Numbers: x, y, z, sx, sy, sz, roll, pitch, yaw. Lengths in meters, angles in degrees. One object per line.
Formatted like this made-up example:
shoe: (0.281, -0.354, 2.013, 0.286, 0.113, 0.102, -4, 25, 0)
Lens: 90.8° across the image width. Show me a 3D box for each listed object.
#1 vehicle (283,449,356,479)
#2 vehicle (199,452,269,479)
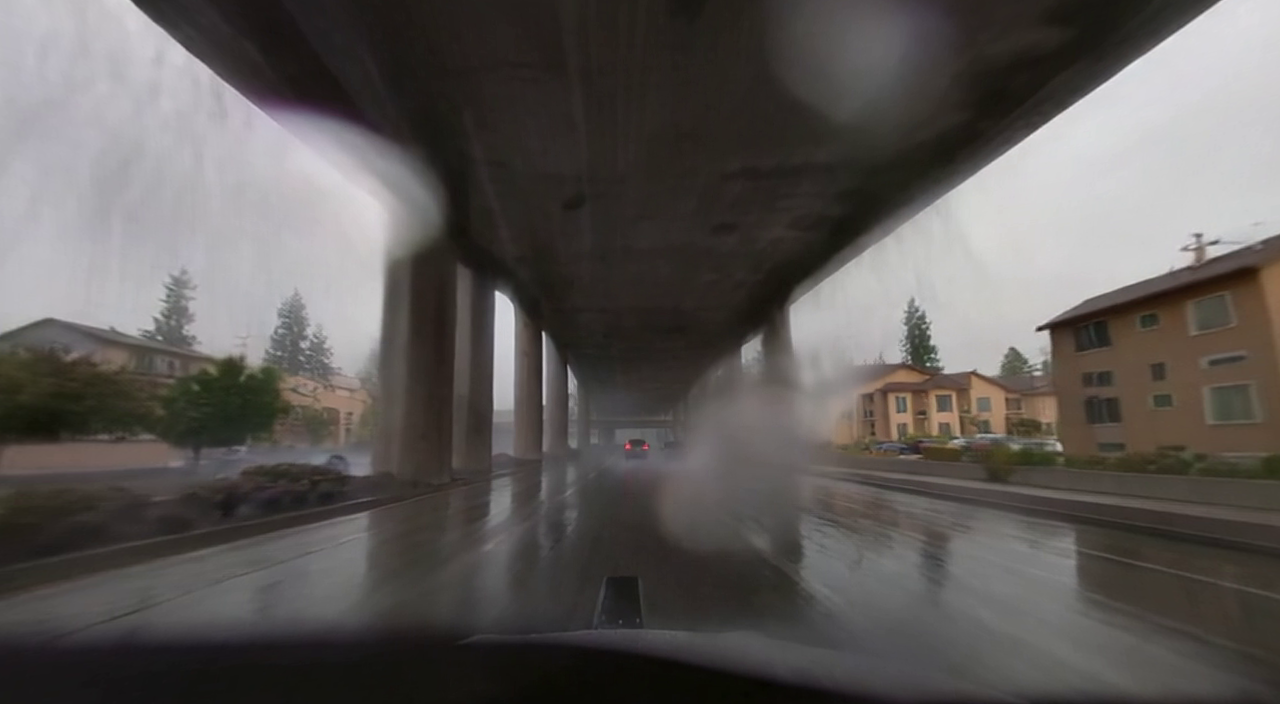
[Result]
vehicle: (-19.173, 6.683, 37.982, 2.053, 1.632, 4.354, 0, -8, 0)
vehicle: (-27.973, 7.813, 43.731, 1.922, 1.738, 4.748, 0, -8, -3)
